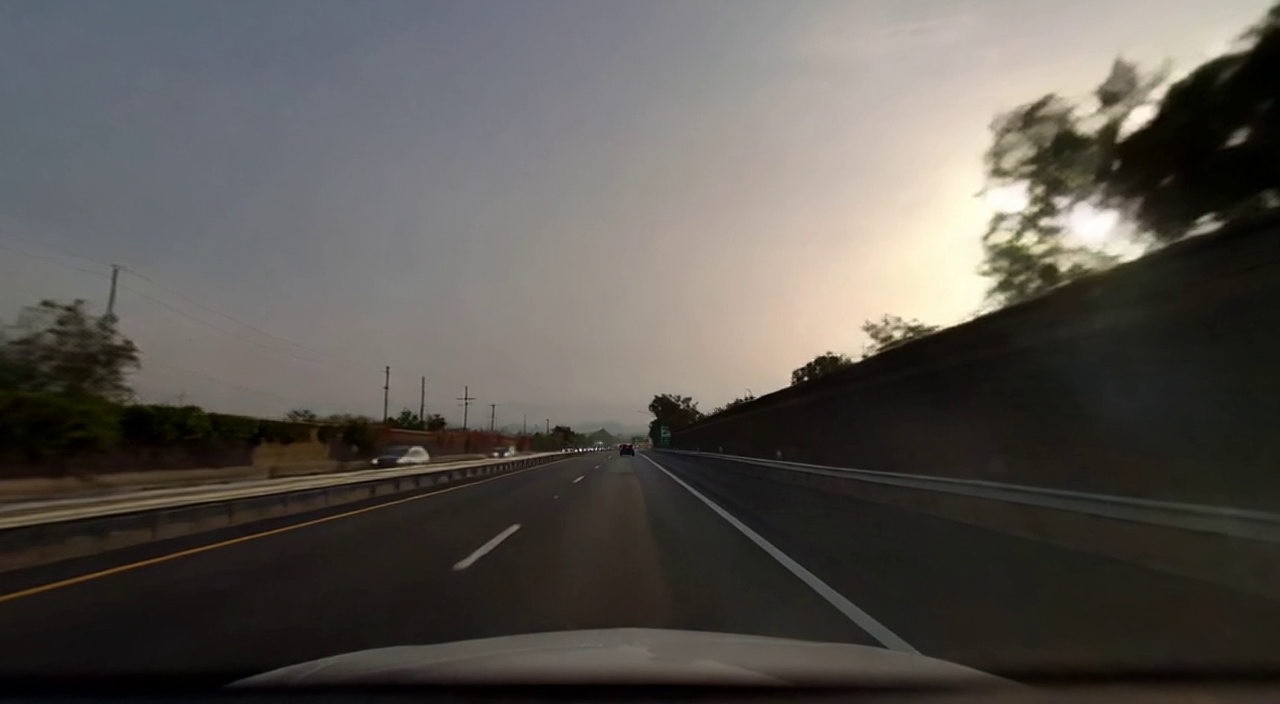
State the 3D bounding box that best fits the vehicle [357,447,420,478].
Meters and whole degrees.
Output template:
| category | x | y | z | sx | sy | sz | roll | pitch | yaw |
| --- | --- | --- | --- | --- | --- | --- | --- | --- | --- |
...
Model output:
| category | x | y | z | sx | sy | sz | roll | pitch | yaw |
| --- | --- | --- | --- | --- | --- | --- | --- | --- | --- |
| vehicle | -13.640 | 5.970 | 34.212 | 1.878 | 1.552 | 4.120 | 0 | -9 | -2 |
